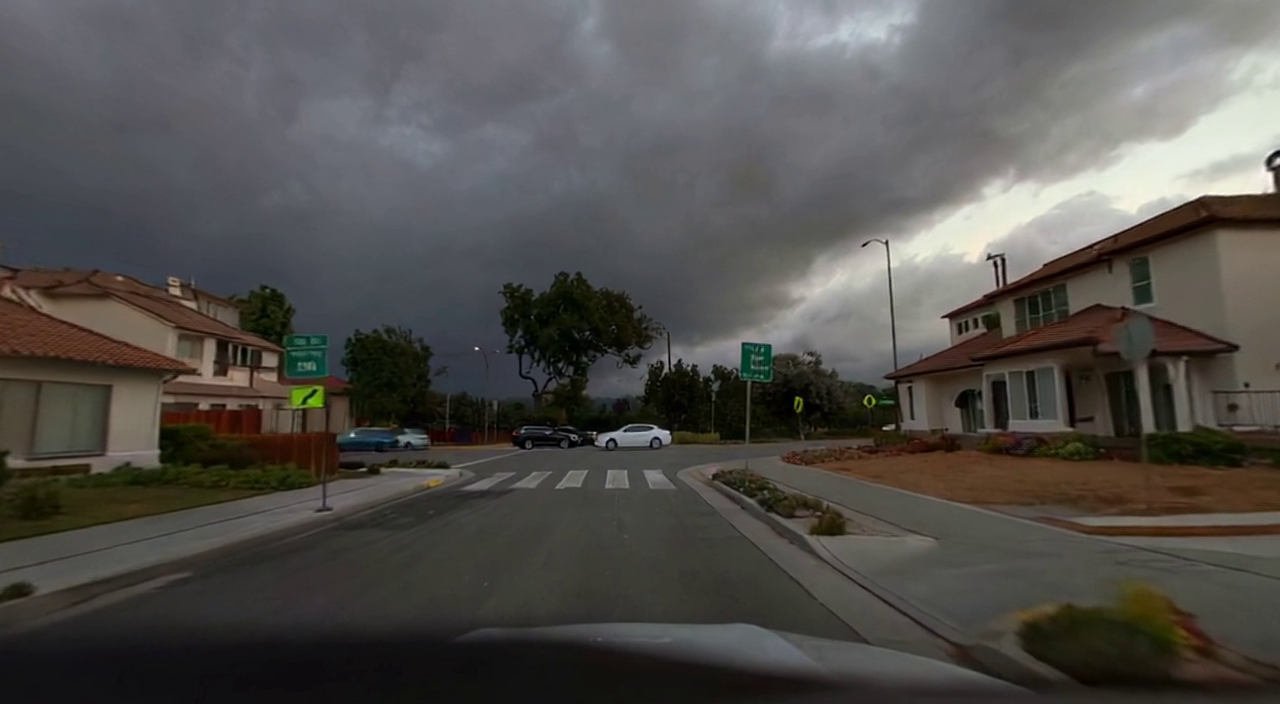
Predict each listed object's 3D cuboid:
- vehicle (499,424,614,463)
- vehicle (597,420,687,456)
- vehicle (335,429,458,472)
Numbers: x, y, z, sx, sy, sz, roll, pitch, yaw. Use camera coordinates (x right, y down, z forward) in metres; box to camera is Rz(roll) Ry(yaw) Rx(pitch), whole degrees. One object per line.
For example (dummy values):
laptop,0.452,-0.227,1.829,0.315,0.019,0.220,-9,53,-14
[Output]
vehicle,-4.115,4.503,31.187,5.181,1.768,2.139,3,-8,-26
vehicle,0.122,4.973,36.612,4.863,1.953,2.022,3,-8,-24
vehicle,-10.239,4.166,26.842,4.639,1.700,2.002,2,-8,-17
